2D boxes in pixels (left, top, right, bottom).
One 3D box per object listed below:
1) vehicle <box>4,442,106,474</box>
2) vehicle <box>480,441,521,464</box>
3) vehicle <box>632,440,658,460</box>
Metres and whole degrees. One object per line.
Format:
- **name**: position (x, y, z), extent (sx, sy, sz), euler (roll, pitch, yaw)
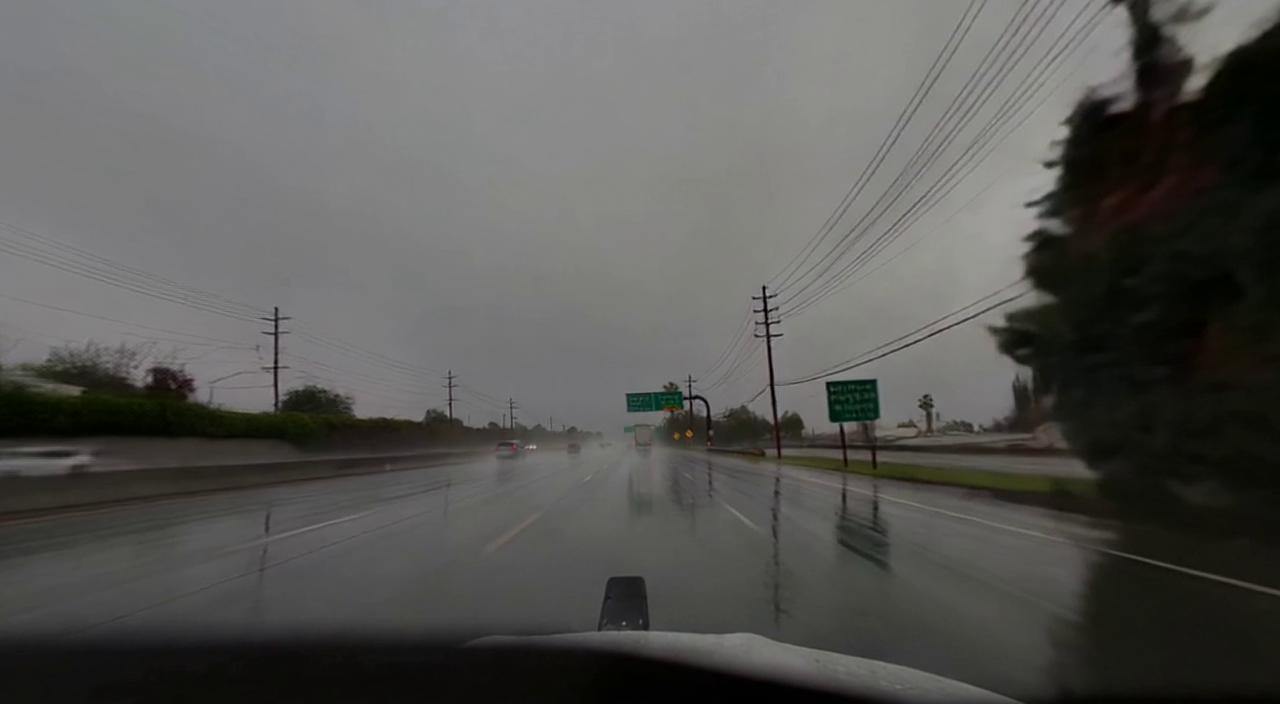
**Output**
- **vehicle**: position (-28.022, 5.087, 30.346), extent (1.542, 1.400, 3.449), euler (-2, -9, 0)
- **vehicle**: position (-10.075, 7.282, 45.906), extent (1.947, 1.528, 4.355), euler (0, -8, 1)
- **vehicle**: position (0.367, 7.717, 49.907), extent (2.036, 1.474, 3.969), euler (0, -8, 0)
